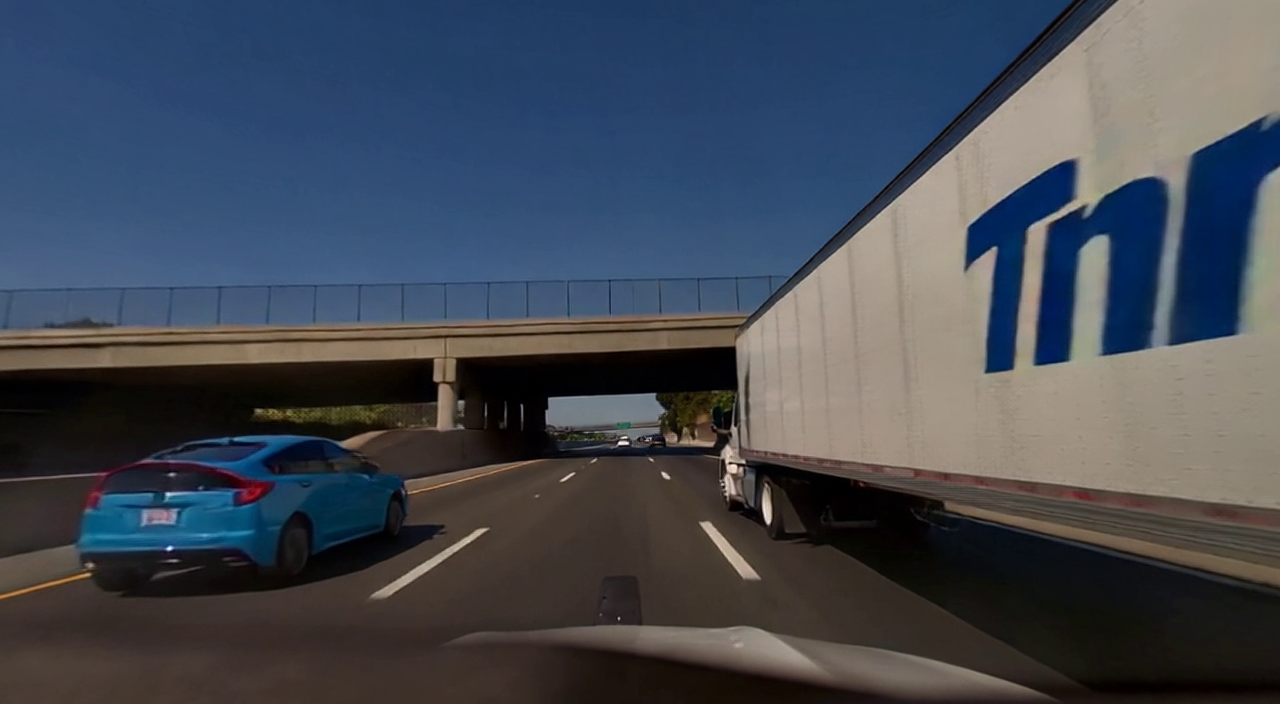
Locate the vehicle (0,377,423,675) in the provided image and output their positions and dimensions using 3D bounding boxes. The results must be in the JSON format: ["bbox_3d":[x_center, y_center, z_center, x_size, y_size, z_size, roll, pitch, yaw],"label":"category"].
[{"bbox_3d":[-3.780,1.270,5.805,2.063,1.661,4.439,0,-8,-2],"label":"vehicle"}]

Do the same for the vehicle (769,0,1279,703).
[{"bbox_3d":[3.922,-0.244,5.131,2.850,3.894,13.987,-1,-7,0],"label":"vehicle"}]
